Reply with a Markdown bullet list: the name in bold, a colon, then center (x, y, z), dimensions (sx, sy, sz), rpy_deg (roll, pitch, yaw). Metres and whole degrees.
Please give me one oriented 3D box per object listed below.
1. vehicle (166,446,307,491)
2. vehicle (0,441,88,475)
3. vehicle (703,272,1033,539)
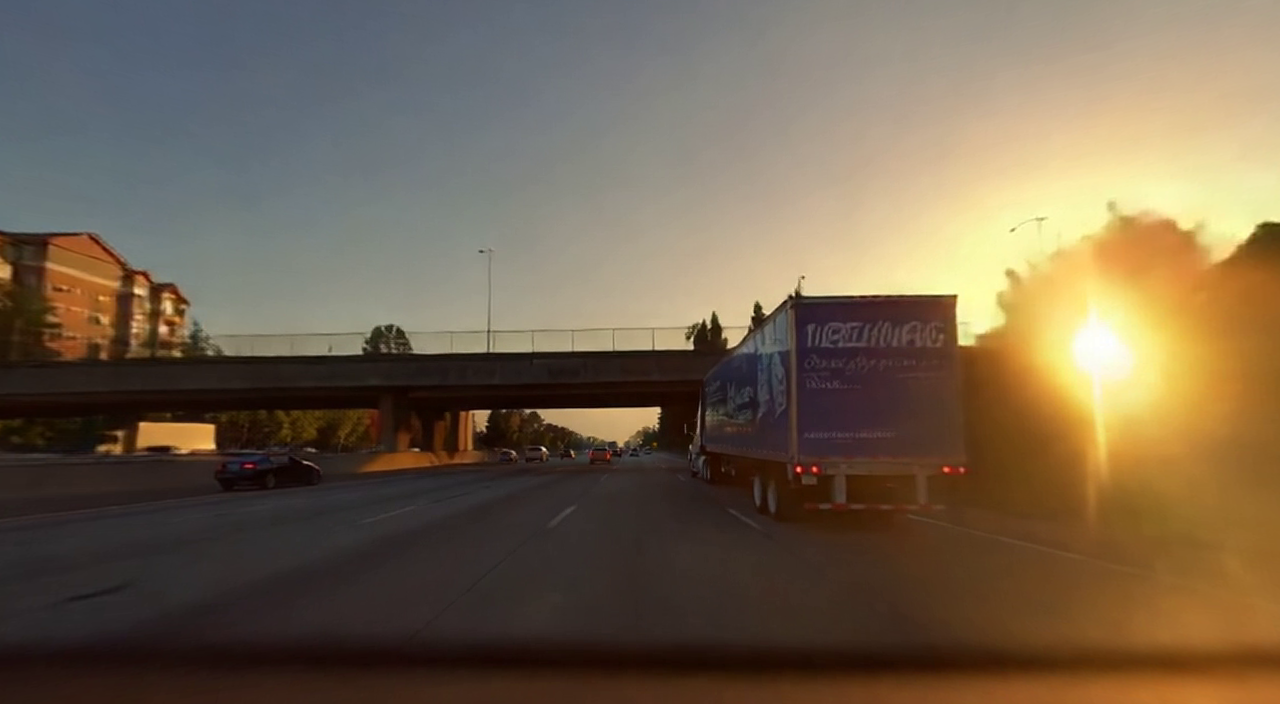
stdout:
- **vehicle**: center (-14.430, 4.160, 23.003), dimensions (1.982, 1.471, 4.747), rpy_deg (0, -9, 0)
- **vehicle**: center (-39.611, 6.800, 40.674), dimensions (2.298, 2.001, 6.372), rpy_deg (0, -9, 0)
- **vehicle**: center (4.196, 1.911, 17.423), dimensions (3.140, 4.100, 15.551), rpy_deg (0, -9, -1)
